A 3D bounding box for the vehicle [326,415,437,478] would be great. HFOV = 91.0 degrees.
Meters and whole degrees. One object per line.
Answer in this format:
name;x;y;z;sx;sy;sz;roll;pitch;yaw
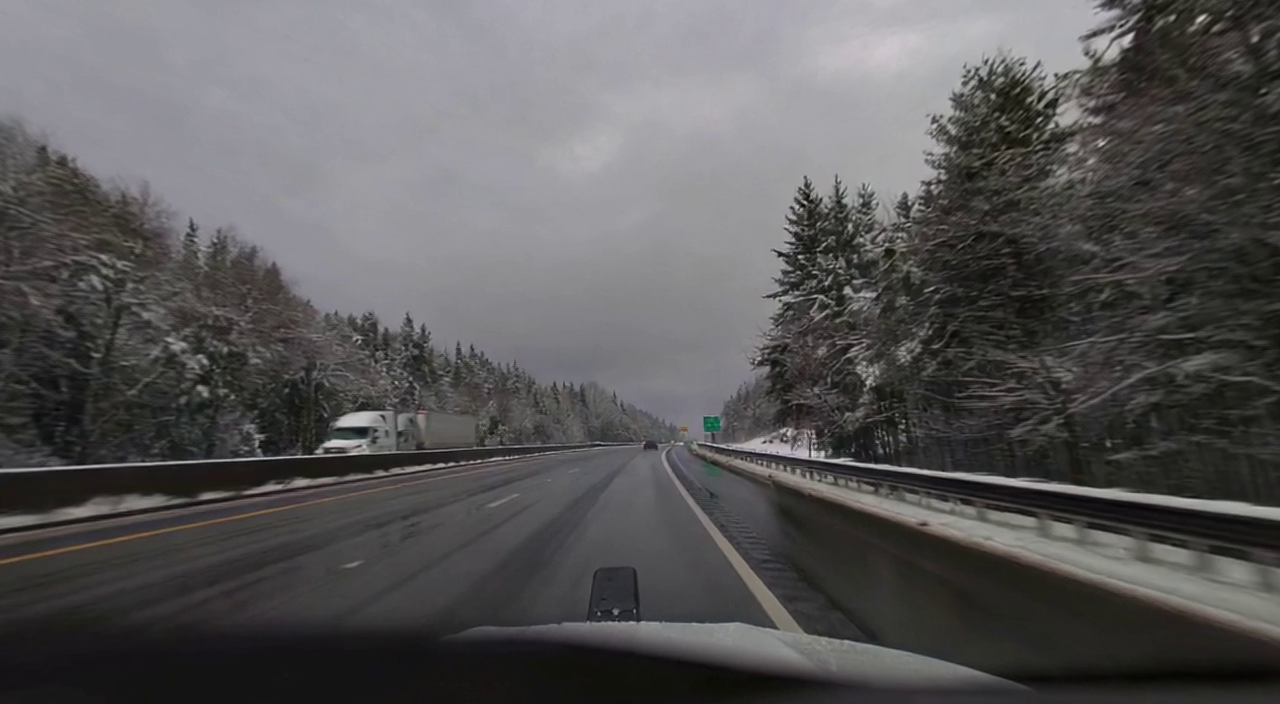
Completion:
vehicle;-13.002;4.814;32.344;2.658;2.881;6.434;-1;-8;3
